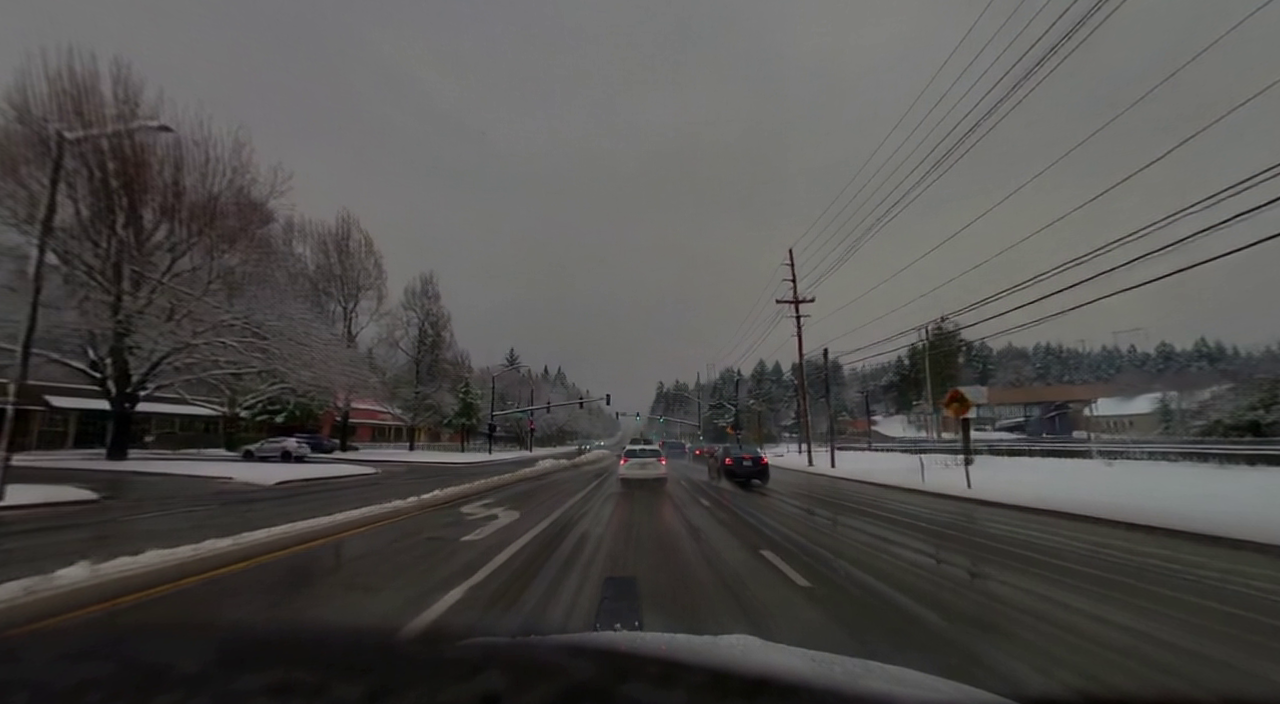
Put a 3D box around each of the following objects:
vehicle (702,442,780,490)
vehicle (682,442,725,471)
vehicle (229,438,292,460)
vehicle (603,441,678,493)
[{"bbox_3d":[3.362,3.864,21.694,1.985,1.489,4.036,0,-8,-1],"label":"vehicle"},{"bbox_3d":[3.752,6.260,38.018,2.094,1.652,4.340,0,-8,-1],"label":"vehicle"},{"bbox_3d":[-28.342,7.268,47.158,1.908,1.553,4.979,1,-8,-4],"label":"vehicle"},{"bbox_3d":[-0.038,3.602,20.138,2.144,1.473,4.028,0,-8,-1],"label":"vehicle"}]
